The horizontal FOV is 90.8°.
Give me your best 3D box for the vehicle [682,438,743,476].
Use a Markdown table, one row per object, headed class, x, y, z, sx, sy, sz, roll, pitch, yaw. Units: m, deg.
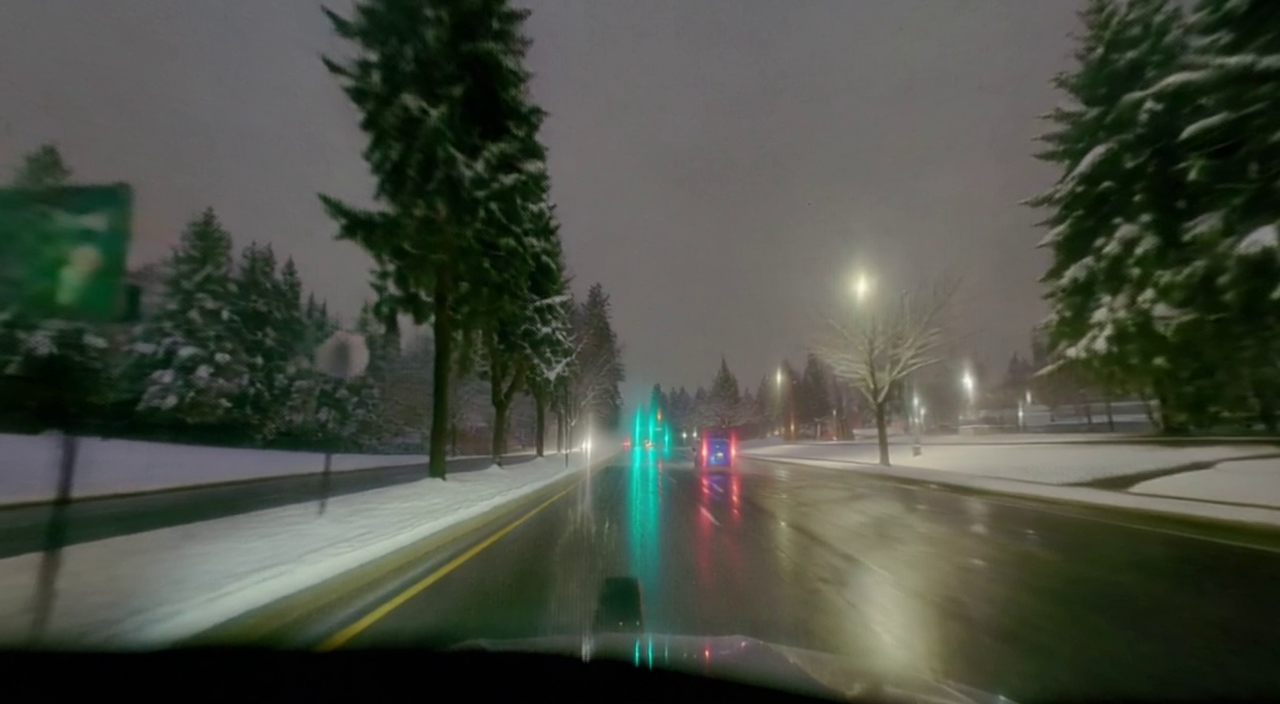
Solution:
| class | x | y | z | sx | sy | sz | roll | pitch | yaw |
| --- | --- | --- | --- | --- | --- | --- | --- | --- | --- |
| vehicle | 3.053 | 4.516 | 27.364 | 2.056 | 1.483 | 4.091 | 0 | -8 | -1 |
